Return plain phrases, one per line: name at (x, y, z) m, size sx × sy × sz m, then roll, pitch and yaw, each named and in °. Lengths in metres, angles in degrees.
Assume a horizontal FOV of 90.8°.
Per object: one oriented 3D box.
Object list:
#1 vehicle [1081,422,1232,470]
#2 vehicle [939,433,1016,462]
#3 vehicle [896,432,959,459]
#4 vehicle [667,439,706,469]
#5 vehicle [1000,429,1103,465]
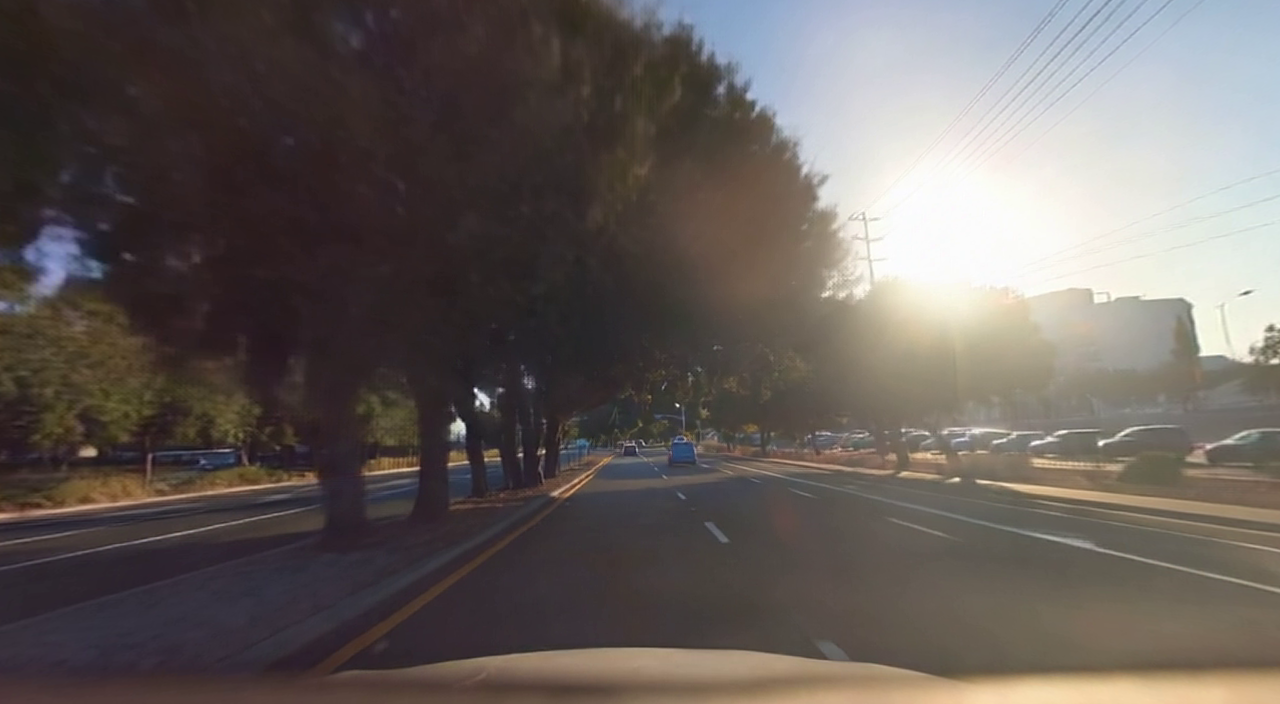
vehicle at (20.266, 3.742, 25.131) m, size 1.983 × 1.730 × 4.563 m, roll 0°, pitch -9°, yaw -2°
vehicle at (20.084, 5.732, 37.893) m, size 2.021 × 1.640 × 4.620 m, roll -1°, pitch -9°, yaw 0°
vehicle at (19.889, 6.517, 43.956) m, size 1.941 × 1.784 × 4.967 m, roll 0°, pitch -9°, yaw -1°
vehicle at (2.949, 6.592, 41.077) m, size 2.086 × 1.803 × 4.607 m, roll 0°, pitch -9°, yaw -1°
vehicle at (20.260, 4.724, 31.360) m, size 1.896 × 1.656 × 4.653 m, roll 0°, pitch -9°, yaw -1°
